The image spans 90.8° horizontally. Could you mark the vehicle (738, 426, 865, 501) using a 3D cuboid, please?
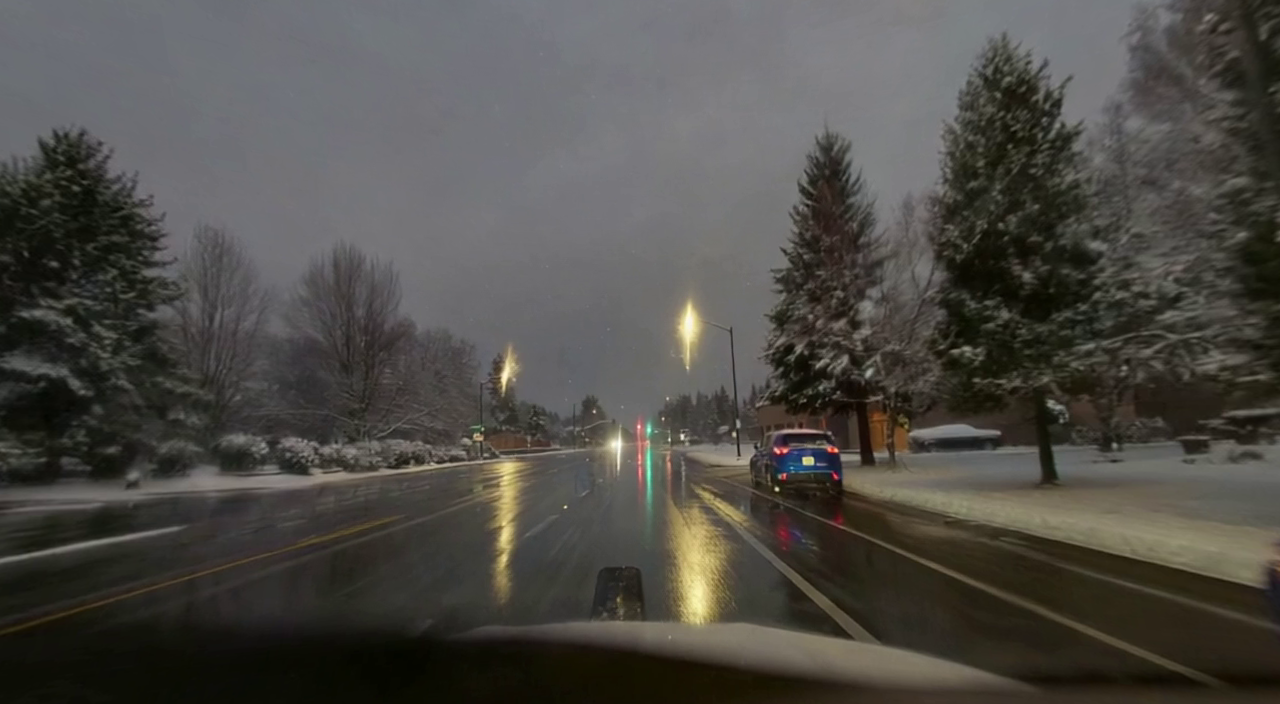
[{"bbox_3d":[4.358,3.103,17.968,2.228,1.814,4.576,0,-9,-2],"label":"vehicle"}]

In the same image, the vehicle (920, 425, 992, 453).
[{"bbox_3d":[18.649,5.187,37.505,1.826,1.492,4.417,0,-8,-3],"label":"vehicle"}]
